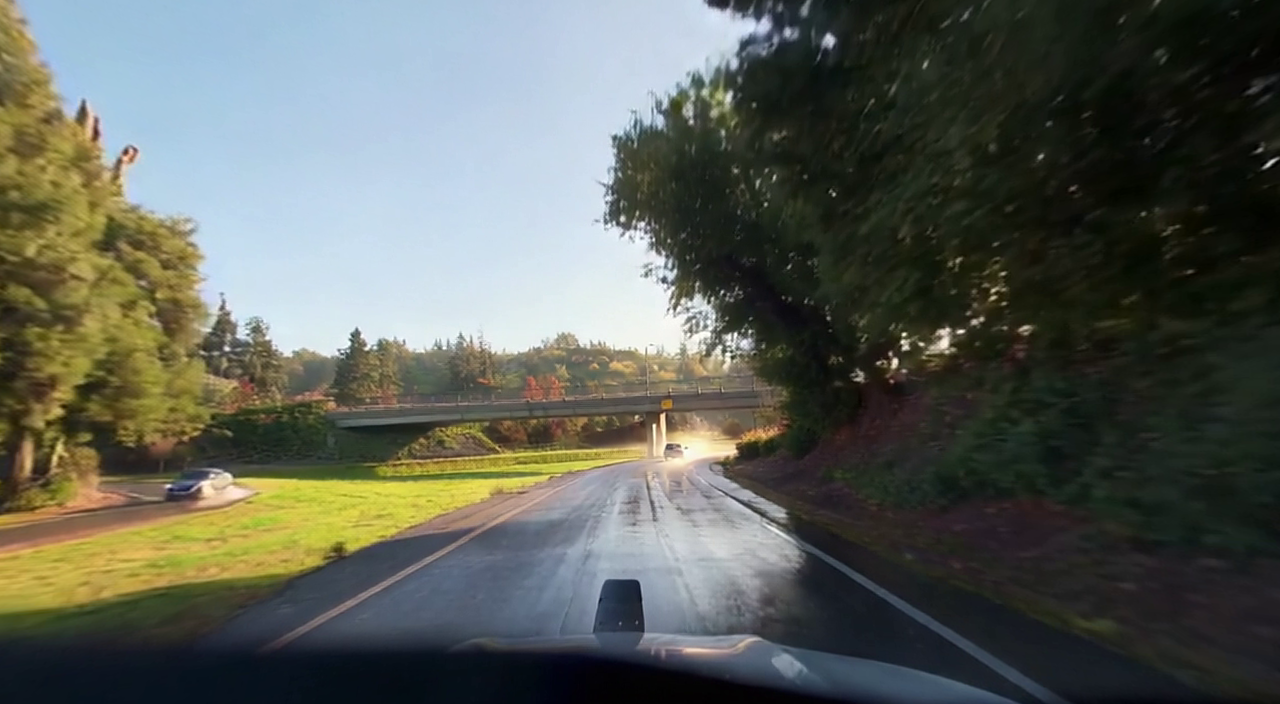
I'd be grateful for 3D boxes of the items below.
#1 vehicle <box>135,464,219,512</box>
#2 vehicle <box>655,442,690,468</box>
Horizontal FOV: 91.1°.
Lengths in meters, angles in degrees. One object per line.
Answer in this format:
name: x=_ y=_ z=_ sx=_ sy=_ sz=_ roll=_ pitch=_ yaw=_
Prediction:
vehicle: x=-18.414 y=5.380 z=25.216 sx=1.877 sy=1.603 sz=4.215 roll=4 pitch=-10 yaw=-25
vehicle: x=1.962 y=6.125 z=37.518 sx=1.980 sy=1.449 sz=3.650 roll=-1 pitch=-9 yaw=4
